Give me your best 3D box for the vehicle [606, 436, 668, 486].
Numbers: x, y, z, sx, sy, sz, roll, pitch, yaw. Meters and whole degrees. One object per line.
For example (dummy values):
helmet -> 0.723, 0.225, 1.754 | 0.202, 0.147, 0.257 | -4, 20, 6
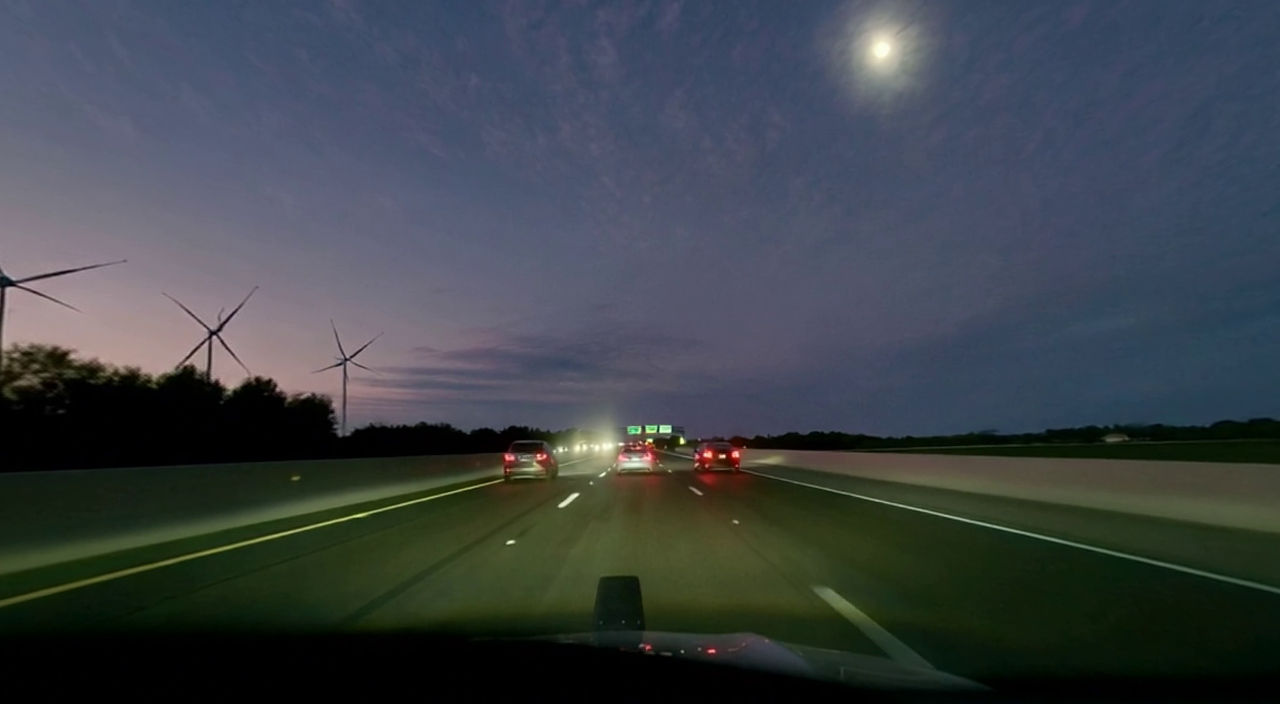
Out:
vehicle -> -0.120, 3.965, 23.228 | 2.083, 1.653, 3.787 | 0, -9, 0

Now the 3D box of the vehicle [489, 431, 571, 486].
vehicle -> -3.907, 3.896, 23.293 | 2.131, 1.784, 4.635 | -1, -9, 1

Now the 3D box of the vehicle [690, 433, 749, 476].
vehicle -> 3.679, 4.878, 30.211 | 2.104, 1.861, 4.956 | 0, -9, -1
